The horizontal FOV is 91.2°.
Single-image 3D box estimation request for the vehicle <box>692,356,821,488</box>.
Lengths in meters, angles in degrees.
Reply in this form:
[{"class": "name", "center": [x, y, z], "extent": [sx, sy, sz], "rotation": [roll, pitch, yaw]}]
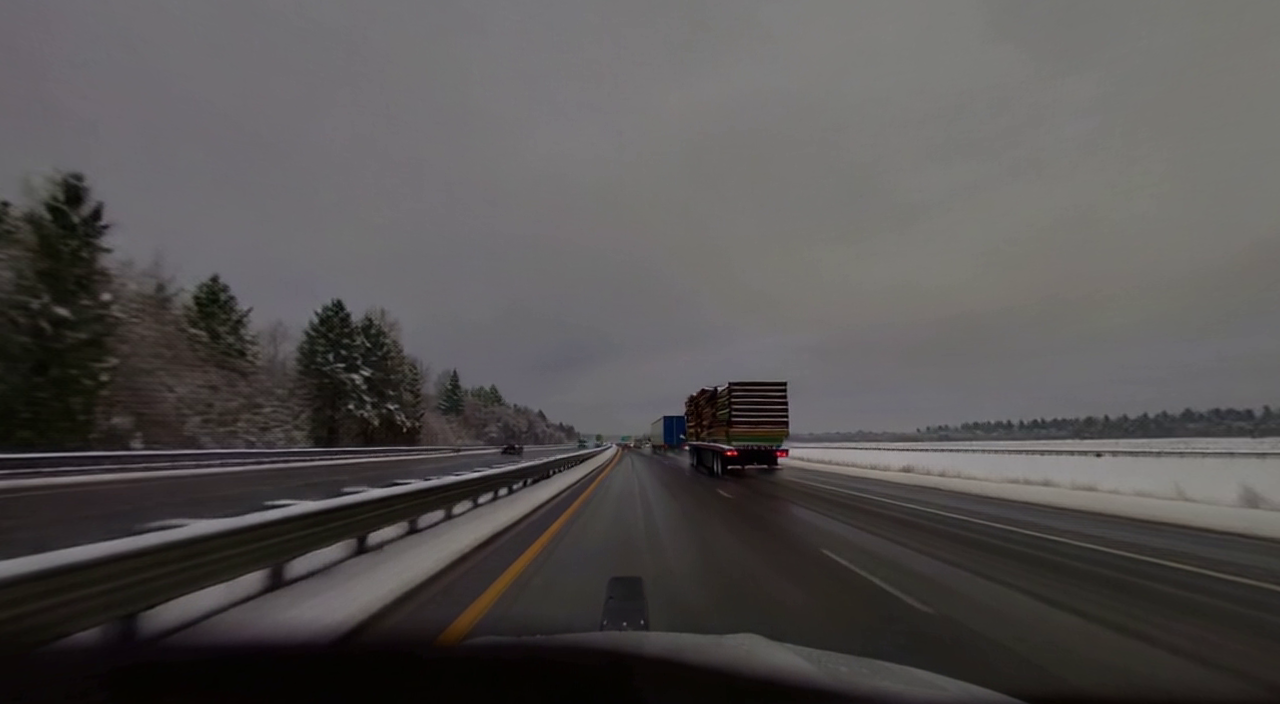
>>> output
[{"class": "vehicle", "center": [4.175, 3.107, 26.363], "extent": [3.024, 4.065, 13.796], "rotation": [-1, -8, 1]}]
